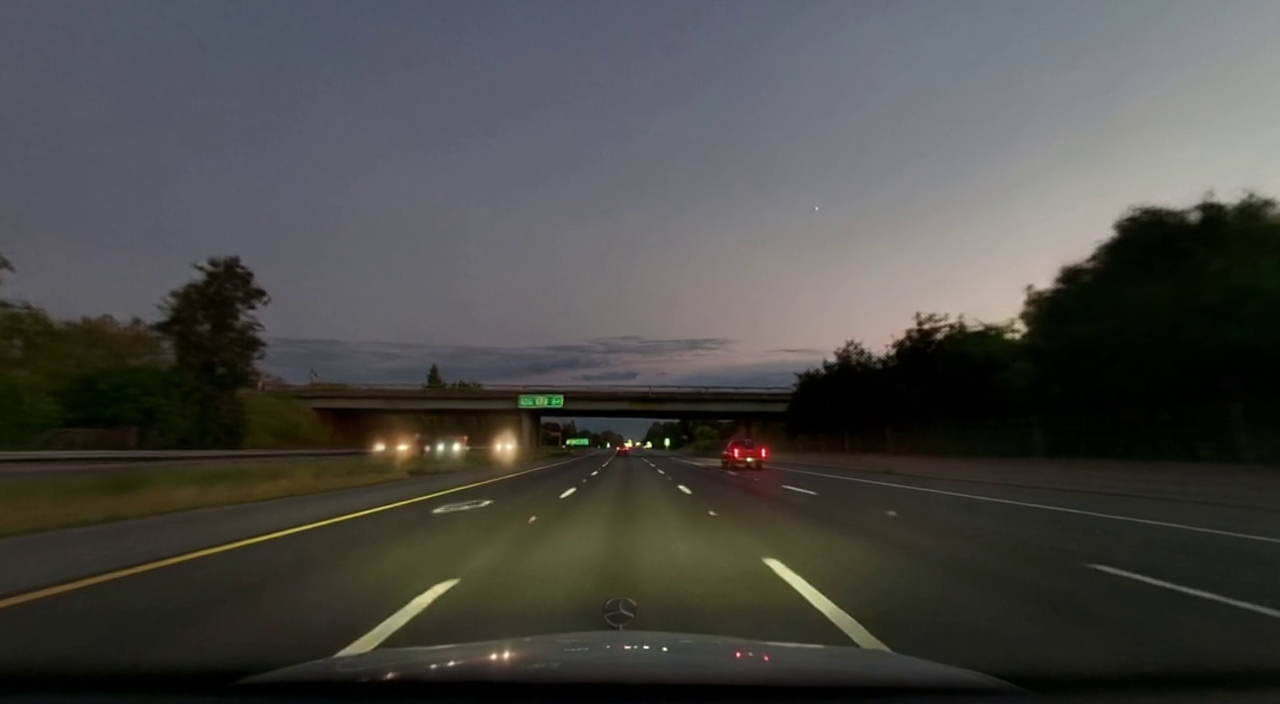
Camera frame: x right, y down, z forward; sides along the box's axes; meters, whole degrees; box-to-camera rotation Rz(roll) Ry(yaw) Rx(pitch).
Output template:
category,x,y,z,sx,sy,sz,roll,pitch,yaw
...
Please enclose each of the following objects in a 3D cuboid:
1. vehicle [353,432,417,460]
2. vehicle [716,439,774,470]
category,x,y,z,sx,sy,sz,roll,pitch,yaw
vehicle,-16.171,6.025,40.328,2.030,1.659,4.895,0,-9,0
vehicle,6.548,6.482,40.183,2.395,1.819,6.086,0,-9,-2
